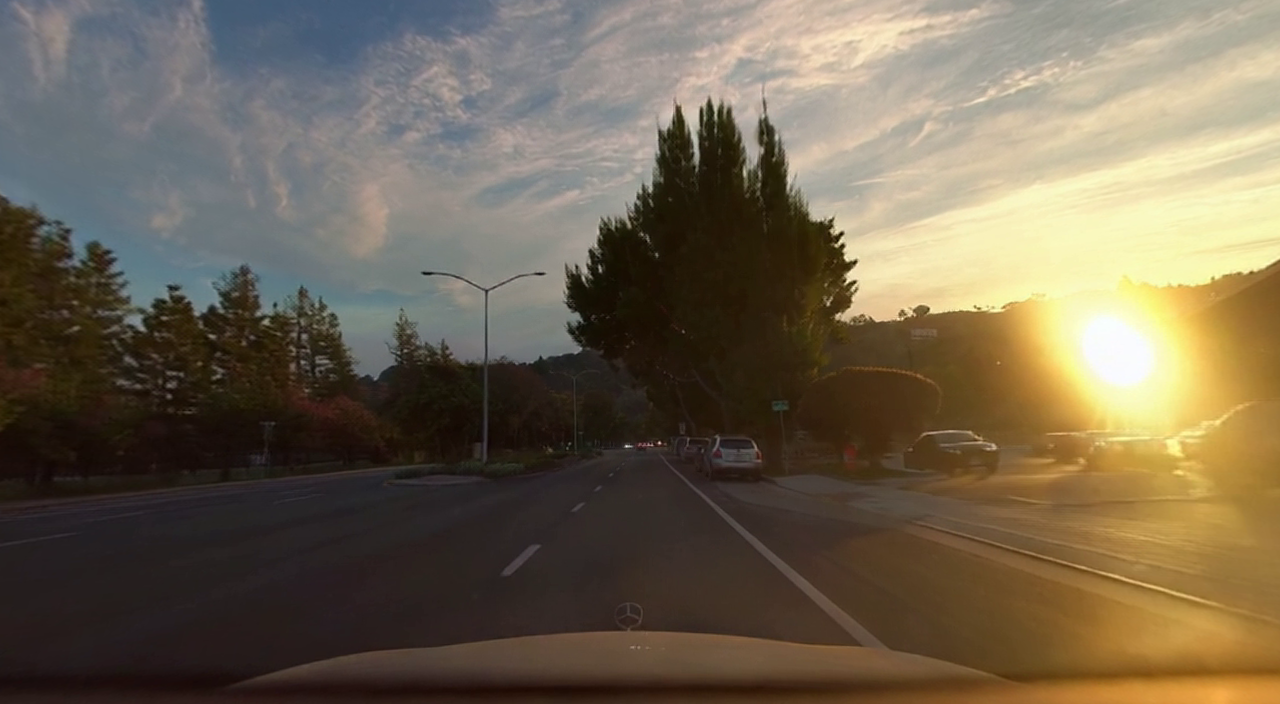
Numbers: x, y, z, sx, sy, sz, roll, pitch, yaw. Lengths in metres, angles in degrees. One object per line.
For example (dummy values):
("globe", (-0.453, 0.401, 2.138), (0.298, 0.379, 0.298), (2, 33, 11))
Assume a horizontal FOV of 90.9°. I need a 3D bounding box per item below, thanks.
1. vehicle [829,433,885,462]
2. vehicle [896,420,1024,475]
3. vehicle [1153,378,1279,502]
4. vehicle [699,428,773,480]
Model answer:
("vehicle", (14.439, 6.368, 42.271), (2.227, 1.720, 4.959), (1, -8, 3))
("vehicle", (11.434, 3.467, 22.967), (2.220, 1.798, 4.427), (0, -8, -1))
("vehicle", (11.180, 1.298, 9.340), (2.197, 1.923, 5.799), (0, -8, -1))
("vehicle", (3.668, 3.965, 24.851), (2.144, 1.848, 4.159), (0, -8, -1))
